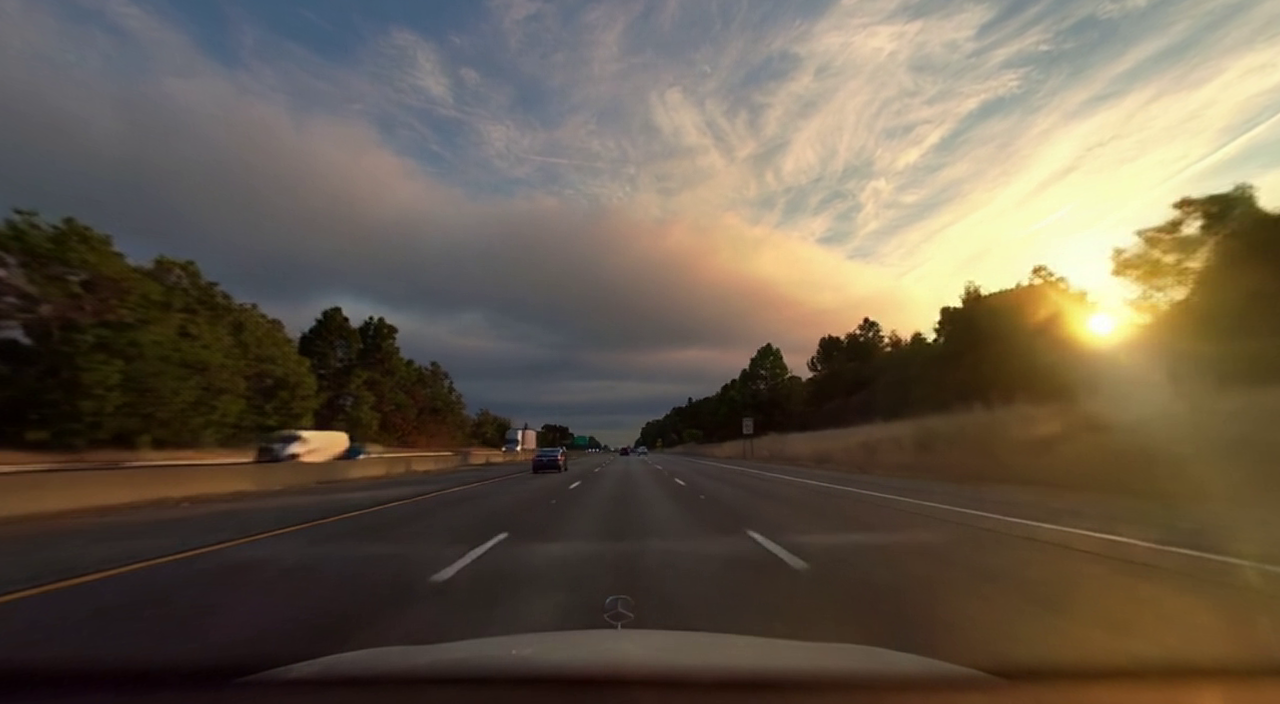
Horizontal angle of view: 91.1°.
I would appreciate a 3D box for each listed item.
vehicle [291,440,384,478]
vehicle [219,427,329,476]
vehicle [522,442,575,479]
[{"bbox_3d":[-13.039,4.637,27.444,1.891,1.500,4.396,0,-9,-1],"label":"vehicle"},{"bbox_3d":[-17.456,4.795,30.399,2.207,2.103,5.189,0,-9,-1],"label":"vehicle"},{"bbox_3d":[-4.582,5.506,32.112,2.111,1.717,4.426,0,-9,-1],"label":"vehicle"}]
